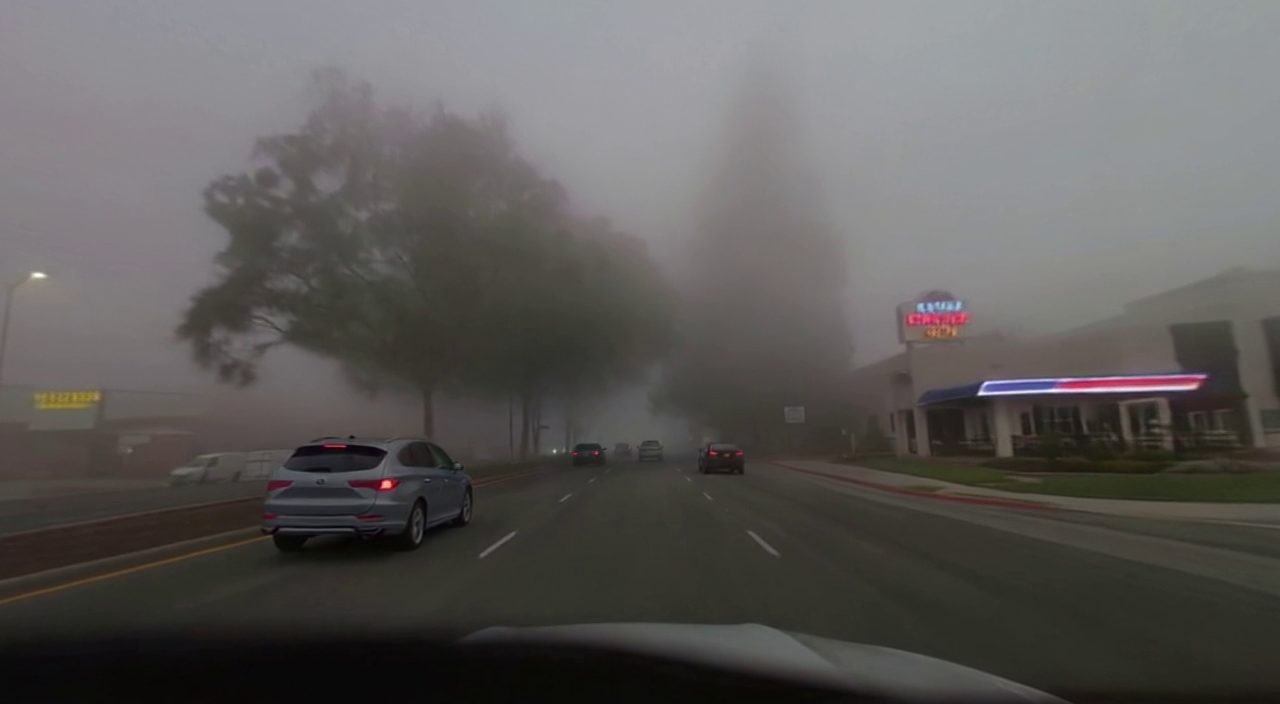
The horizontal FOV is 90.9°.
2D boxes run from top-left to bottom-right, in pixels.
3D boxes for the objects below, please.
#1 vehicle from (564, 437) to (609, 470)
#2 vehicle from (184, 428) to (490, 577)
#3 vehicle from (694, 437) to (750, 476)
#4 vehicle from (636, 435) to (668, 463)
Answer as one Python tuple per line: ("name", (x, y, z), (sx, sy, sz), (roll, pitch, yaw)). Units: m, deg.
("vehicle", (-2.857, 5.562, 34.738), (2.026, 1.665, 4.193), (0, -8, 1))
("vehicle", (-3.586, 1.836, 8.574), (1.908, 1.481, 4.351), (0, -8, 1))
("vehicle", (3.523, 4.564, 27.704), (1.922, 1.579, 3.642), (0, -8, -1))
("vehicle", (0.865, 6.917, 45.017), (2.193, 1.873, 4.033), (0, -8, 1))
